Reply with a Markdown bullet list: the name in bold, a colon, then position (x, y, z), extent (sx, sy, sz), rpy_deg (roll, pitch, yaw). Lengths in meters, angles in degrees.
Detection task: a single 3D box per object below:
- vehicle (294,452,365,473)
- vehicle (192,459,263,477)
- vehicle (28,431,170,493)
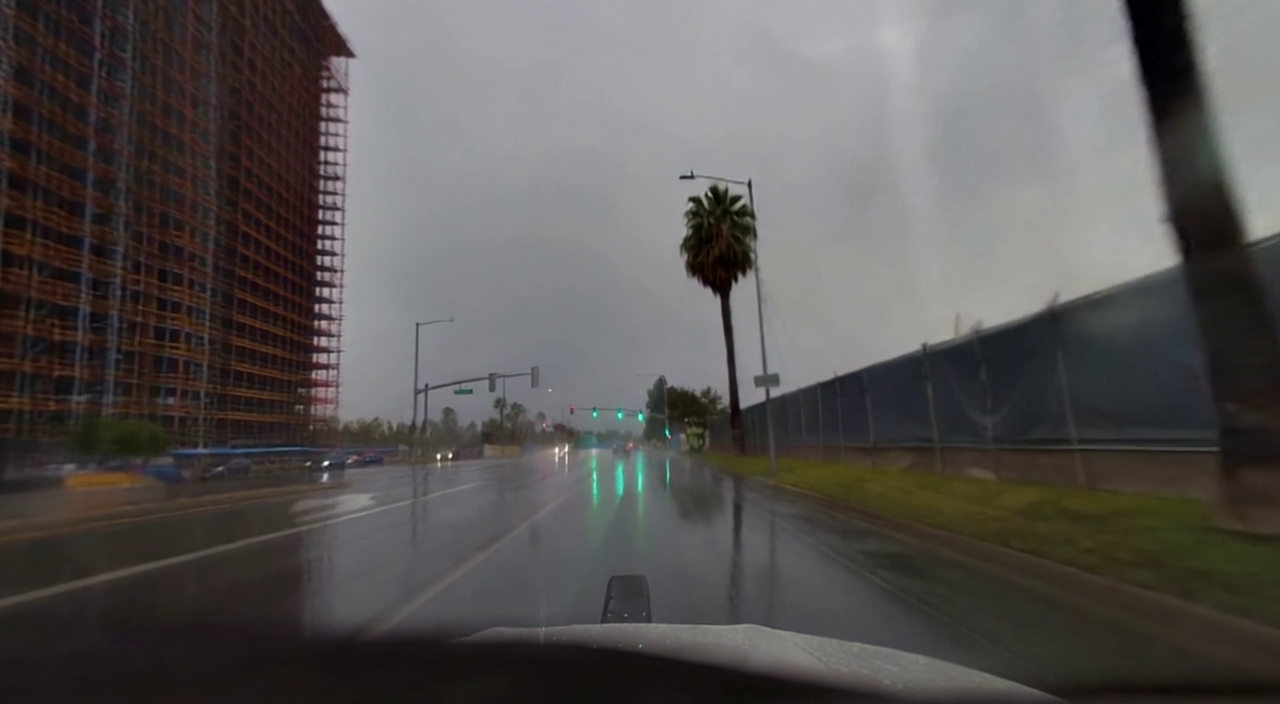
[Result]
- **vehicle**: position (-24.430, 8.692, 49.744), extent (1.790, 1.484, 4.651), rpy_deg (-7, -11, 40)
- **vehicle**: position (-30.133, 8.480, 46.203), extent (4.101, 1.243, 1.698), rpy_deg (4, -10, -26)
- **vehicle**: position (-26.824, 5.362, 31.227), extent (6.454, 2.718, 3.175), rpy_deg (-5, -10, 30)
